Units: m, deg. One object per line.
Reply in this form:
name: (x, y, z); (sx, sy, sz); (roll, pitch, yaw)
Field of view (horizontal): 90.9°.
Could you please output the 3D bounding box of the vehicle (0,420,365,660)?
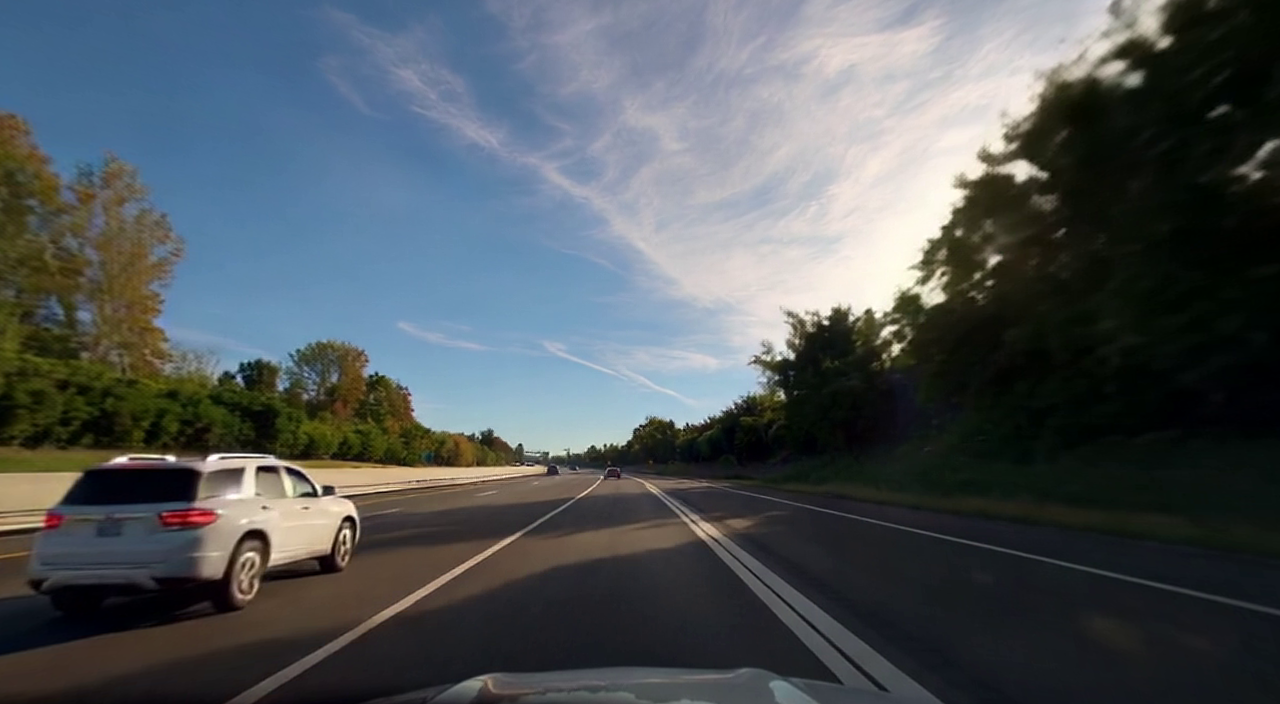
vehicle: (-4.521, 1.593, 6.130); (2.025, 1.584, 3.657); (1, -10, -1)
